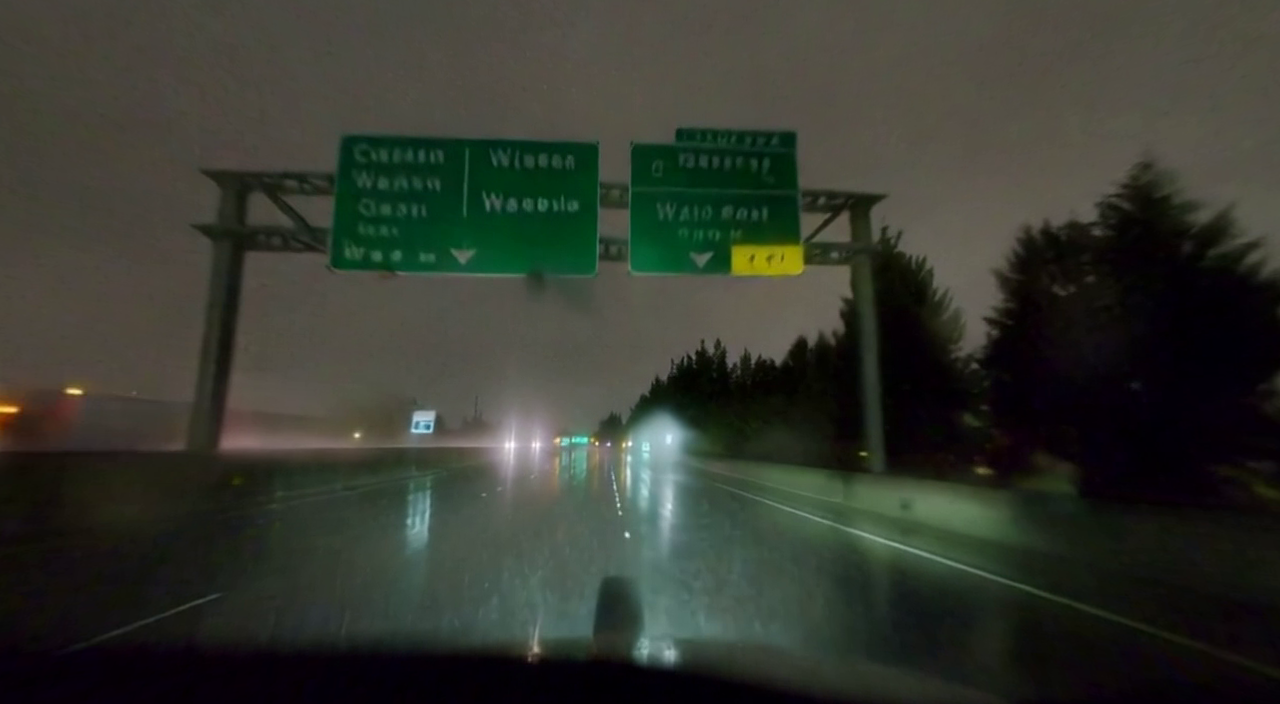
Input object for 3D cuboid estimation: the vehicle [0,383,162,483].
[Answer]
[{"bbox_3d":[-19.451,2.686,20.119,2.621,2.778,7.284,0,-9,-3],"label":"vehicle"}]
